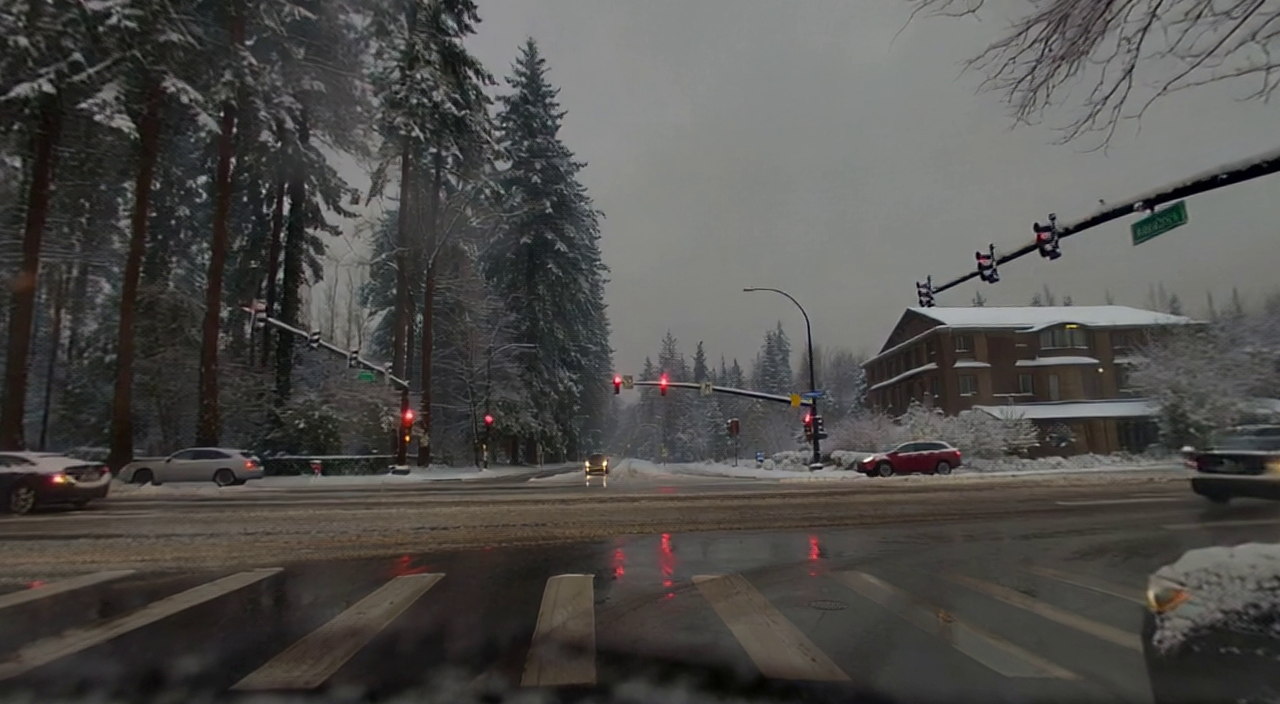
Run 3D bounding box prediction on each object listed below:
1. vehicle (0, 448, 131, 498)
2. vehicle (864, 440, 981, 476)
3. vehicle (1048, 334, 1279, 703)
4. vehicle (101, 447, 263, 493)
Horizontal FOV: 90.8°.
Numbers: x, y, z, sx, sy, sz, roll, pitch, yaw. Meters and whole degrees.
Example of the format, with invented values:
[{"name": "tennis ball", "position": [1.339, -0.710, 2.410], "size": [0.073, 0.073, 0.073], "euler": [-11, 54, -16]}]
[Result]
[{"name": "vehicle", "position": [-22.121, 4.414, 23.267], "size": [4.748, 1.727, 2.325], "euler": [0, -8, 2]}, {"name": "vehicle", "position": [15.607, 5.891, 35.145], "size": [5.220, 1.897, 2.596], "euler": [0, -8, 0]}, {"name": "vehicle", "position": [3.333, 0.658, 1.360], "size": [2.227, 1.705, 4.719], "euler": [-1, -8, 8]}, {"name": "vehicle", "position": [-19.139, 4.955, 26.646], "size": [4.798, 1.763, 2.536], "euler": [0, -10, 0]}]
